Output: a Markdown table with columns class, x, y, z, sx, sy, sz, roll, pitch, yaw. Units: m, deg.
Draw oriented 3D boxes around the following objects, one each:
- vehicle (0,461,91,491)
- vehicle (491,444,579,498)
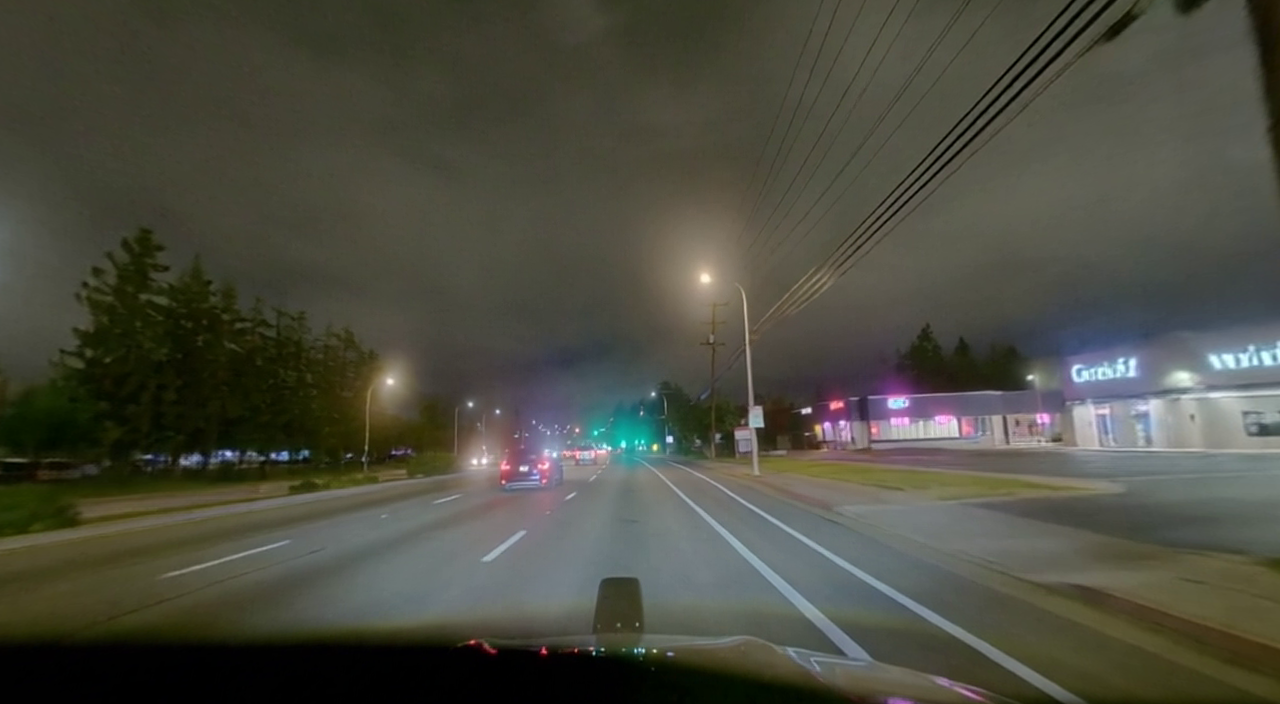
| class | x | y | z | sx | sy | sz | roll | pitch | yaw |
| --- | --- | --- | --- | --- | --- | --- | --- | --- | --- |
| vehicle | -39.092 | 7.984 | 40.823 | 4.763 | 1.764 | 2.118 | 5 | -10 | -29 |
| vehicle | -3.163 | 3.661 | 19.838 | 1.942 | 1.469 | 4.426 | 0 | -9 | 1 |
